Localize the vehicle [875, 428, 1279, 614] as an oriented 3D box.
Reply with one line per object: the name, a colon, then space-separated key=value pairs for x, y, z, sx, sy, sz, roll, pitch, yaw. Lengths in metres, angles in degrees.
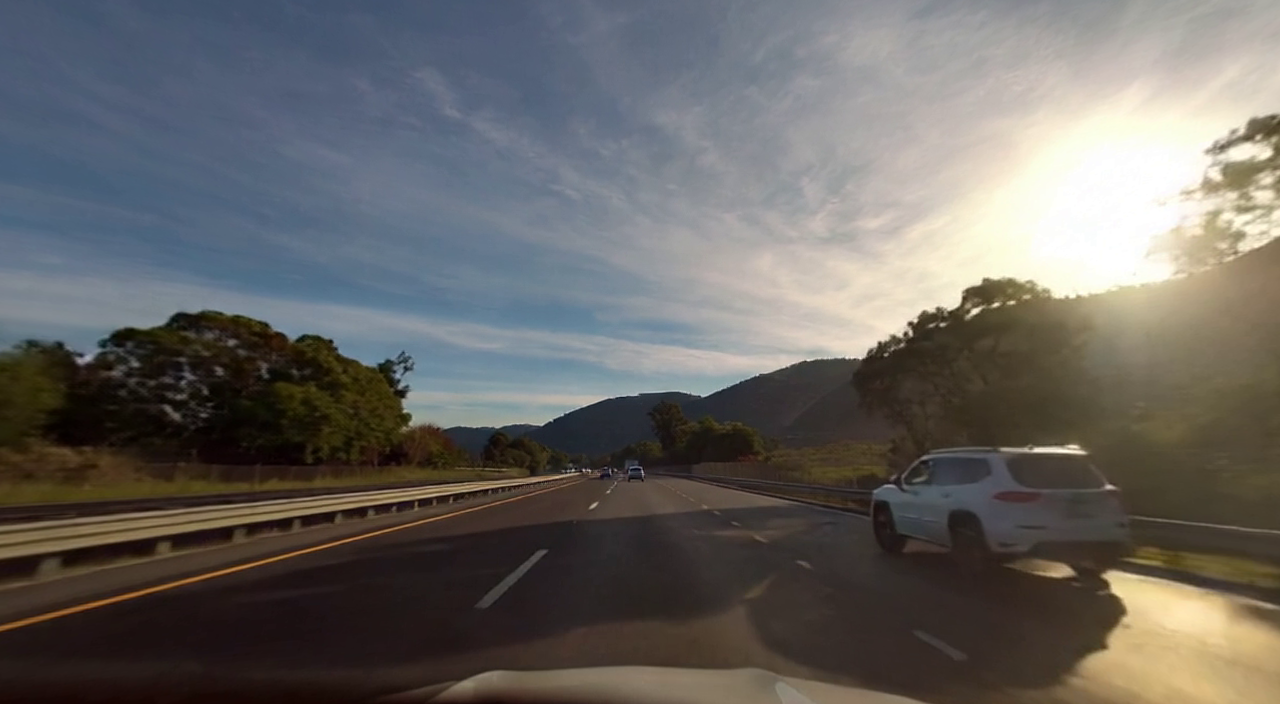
vehicle: x=5.182 y=2.069 z=8.463 sx=2.089 sy=1.770 sz=4.571 roll=1 pitch=-11 yaw=-3
